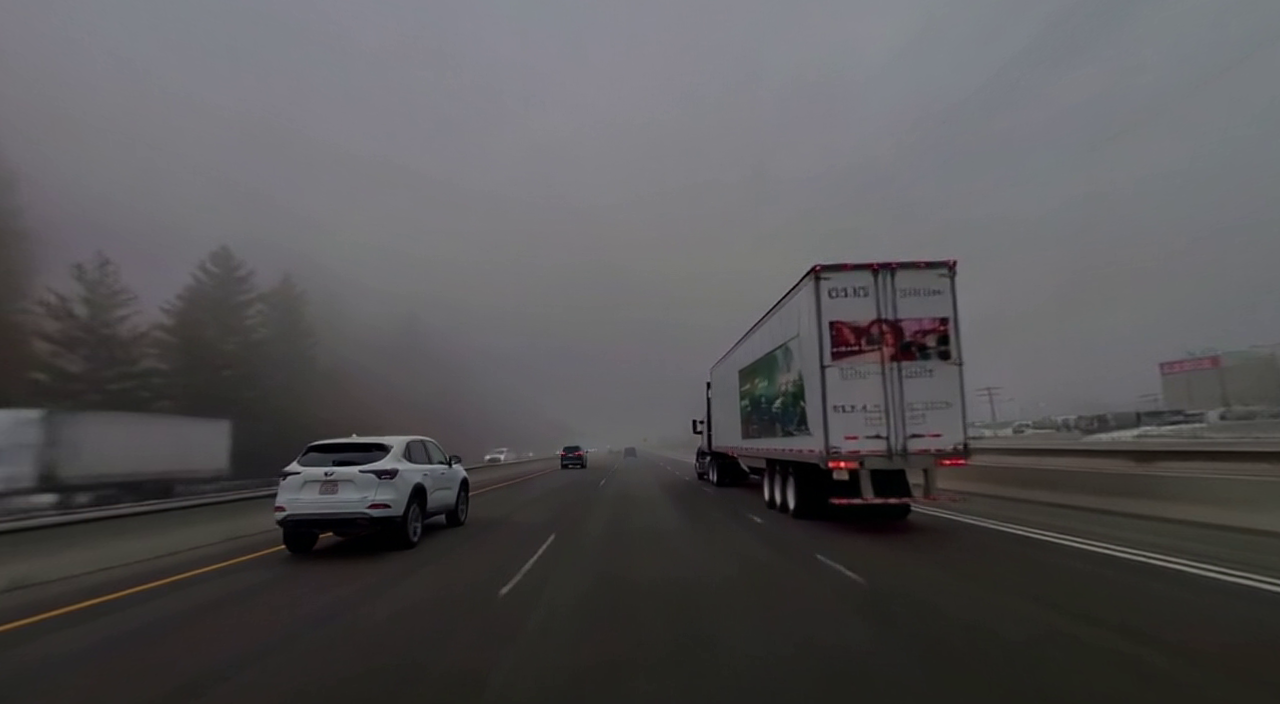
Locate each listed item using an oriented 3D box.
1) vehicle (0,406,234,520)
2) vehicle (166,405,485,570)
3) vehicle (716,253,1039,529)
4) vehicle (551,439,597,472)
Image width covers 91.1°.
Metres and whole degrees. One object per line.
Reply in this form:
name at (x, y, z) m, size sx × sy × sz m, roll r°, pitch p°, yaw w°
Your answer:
vehicle at (-20.791, 4.280, 24.948) m, size 2.989 × 3.617 × 9.459 m, roll 0°, pitch -9°, yaw 0°
vehicle at (-3.967, 1.811, 9.139) m, size 2.202 × 1.760 × 4.617 m, roll 0°, pitch -9°, yaw 0°
vehicle at (4.394, 1.580, 16.518) m, size 2.998 × 4.236 × 13.886 m, roll 0°, pitch -9°, yaw 0°
vehicle at (-3.623, 5.800, 35.346) m, size 2.139 × 1.716 × 4.530 m, roll 0°, pitch -9°, yaw 0°
